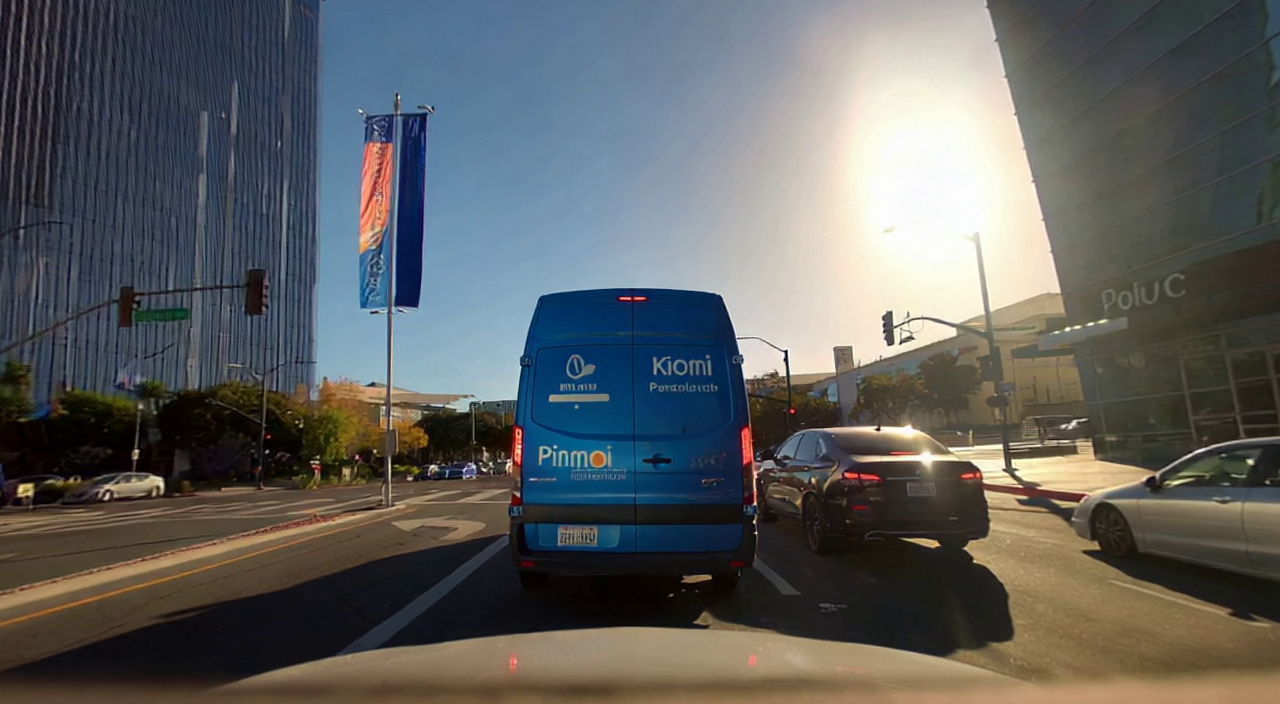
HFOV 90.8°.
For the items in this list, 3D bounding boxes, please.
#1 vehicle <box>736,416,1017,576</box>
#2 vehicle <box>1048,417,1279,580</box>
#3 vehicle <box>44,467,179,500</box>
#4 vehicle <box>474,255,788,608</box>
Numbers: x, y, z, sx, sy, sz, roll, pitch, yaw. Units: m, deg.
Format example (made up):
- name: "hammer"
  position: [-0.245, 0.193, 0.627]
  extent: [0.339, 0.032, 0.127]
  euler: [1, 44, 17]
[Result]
- name: "vehicle"
  position: [2.877, 1.868, 9.055]
  extent: [2.183, 1.676, 4.506]
  euler: [0, -8, -1]
- name: "vehicle"
  position: [7.527, 1.588, 7.019]
  extent: [1.963, 1.669, 4.678]
  euler: [3, -9, -20]
- name: "vehicle"
  position: [-27.191, 6.750, 32.687]
  extent: [4.888, 1.481, 1.873]
  euler: [2, -9, -14]
- name: "vehicle"
  position: [-0.036, 1.169, 9.105]
  extent: [2.613, 3.035, 7.342]
  euler: [0, -8, 1]
